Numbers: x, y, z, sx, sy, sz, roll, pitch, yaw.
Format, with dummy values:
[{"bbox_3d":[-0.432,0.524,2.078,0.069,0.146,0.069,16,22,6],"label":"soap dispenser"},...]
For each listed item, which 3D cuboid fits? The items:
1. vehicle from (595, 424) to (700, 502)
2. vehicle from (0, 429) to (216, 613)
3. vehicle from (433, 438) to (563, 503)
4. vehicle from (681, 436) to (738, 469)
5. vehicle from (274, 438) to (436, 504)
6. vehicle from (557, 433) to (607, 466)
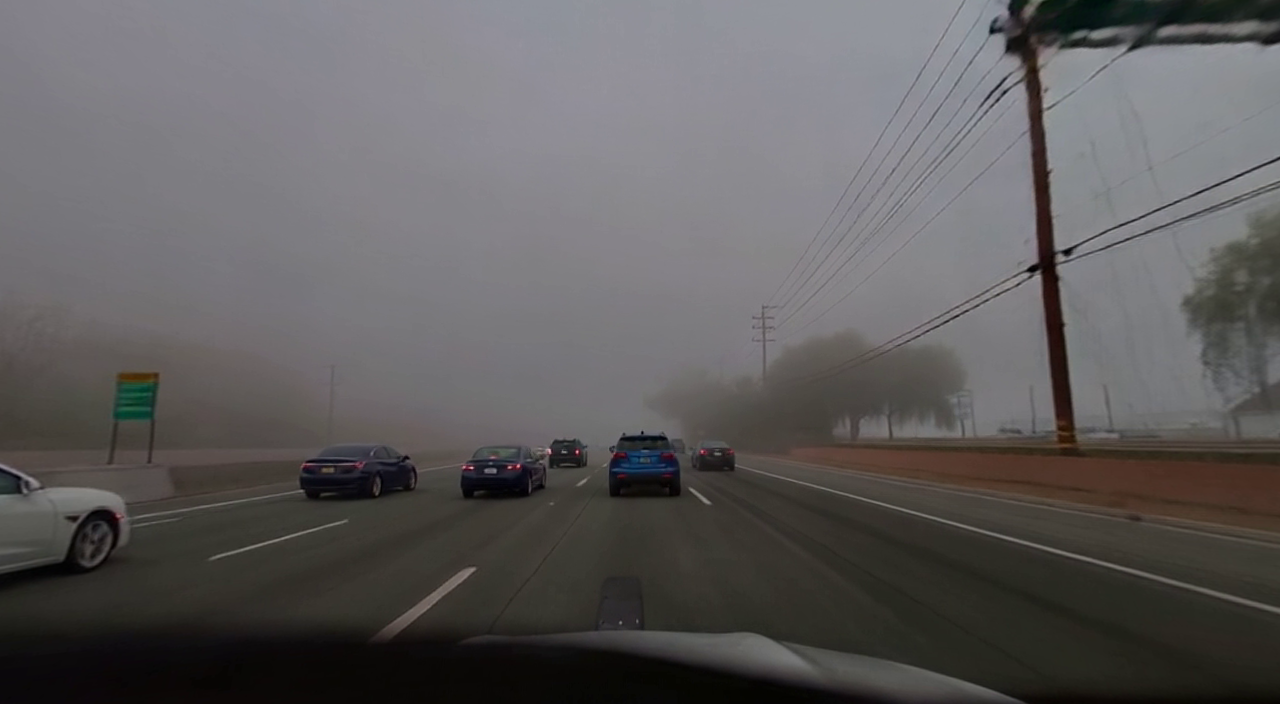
[{"bbox_3d":[0.176,2.741,15.939,2.284,1.699,4.168,0,-8,0],"label":"vehicle"},{"bbox_3d":[-6.066,1.394,5.355,1.958,1.447,4.454,0,-8,-2],"label":"vehicle"},{"bbox_3d":[-3.438,2.983,16.394,2.203,1.425,4.610,0,-8,1],"label":"vehicle"},{"bbox_3d":[3.312,4.897,30.861,2.197,1.464,4.356,0,-8,-1],"label":"vehicle"},{"bbox_3d":[-7.112,2.996,16.442,1.959,1.435,4.719,0,-8,1],"label":"vehicle"},{"bbox_3d":[-3.260,5.578,36.275,2.353,1.773,4.286,0,-8,1],"label":"vehicle"}]
